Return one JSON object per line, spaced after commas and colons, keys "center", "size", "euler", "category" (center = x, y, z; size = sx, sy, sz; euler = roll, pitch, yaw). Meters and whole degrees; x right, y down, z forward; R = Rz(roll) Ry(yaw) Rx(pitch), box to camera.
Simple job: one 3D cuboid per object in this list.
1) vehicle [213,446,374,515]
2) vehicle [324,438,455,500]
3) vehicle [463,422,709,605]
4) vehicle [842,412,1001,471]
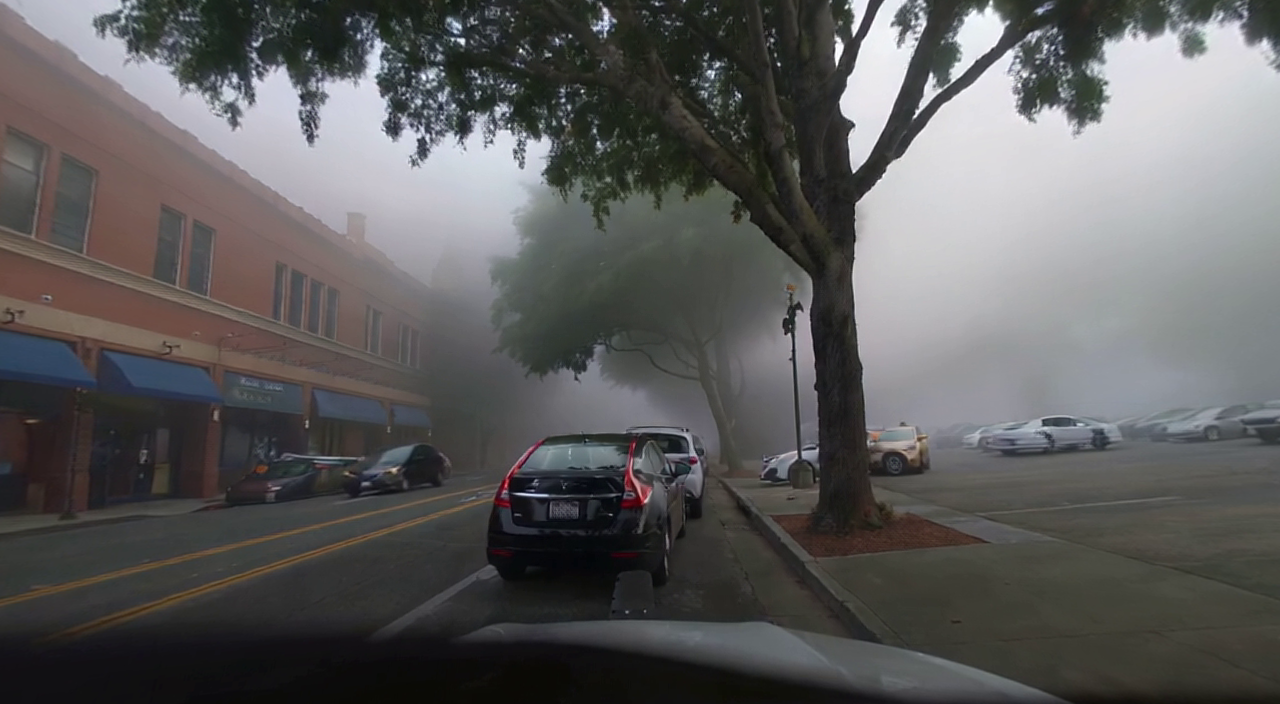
{"center": [-11.006, 4.067, 20.591], "size": [2.081, 1.718, 5.342], "euler": [-6, -9, 3], "category": "vehicle"}
{"center": [-8.034, 3.766, 20.755], "size": [2.054, 1.772, 4.276], "euler": [-3, -9, 9], "category": "vehicle"}
{"center": [-0.272, 1.631, 7.292], "size": [1.939, 1.478, 3.922], "euler": [-1, -8, 9], "category": "vehicle"}
{"center": [9.020, 2.832, 20.216], "size": [4.558, 1.528, 1.915], "euler": [0, -8, -23], "category": "vehicle"}
